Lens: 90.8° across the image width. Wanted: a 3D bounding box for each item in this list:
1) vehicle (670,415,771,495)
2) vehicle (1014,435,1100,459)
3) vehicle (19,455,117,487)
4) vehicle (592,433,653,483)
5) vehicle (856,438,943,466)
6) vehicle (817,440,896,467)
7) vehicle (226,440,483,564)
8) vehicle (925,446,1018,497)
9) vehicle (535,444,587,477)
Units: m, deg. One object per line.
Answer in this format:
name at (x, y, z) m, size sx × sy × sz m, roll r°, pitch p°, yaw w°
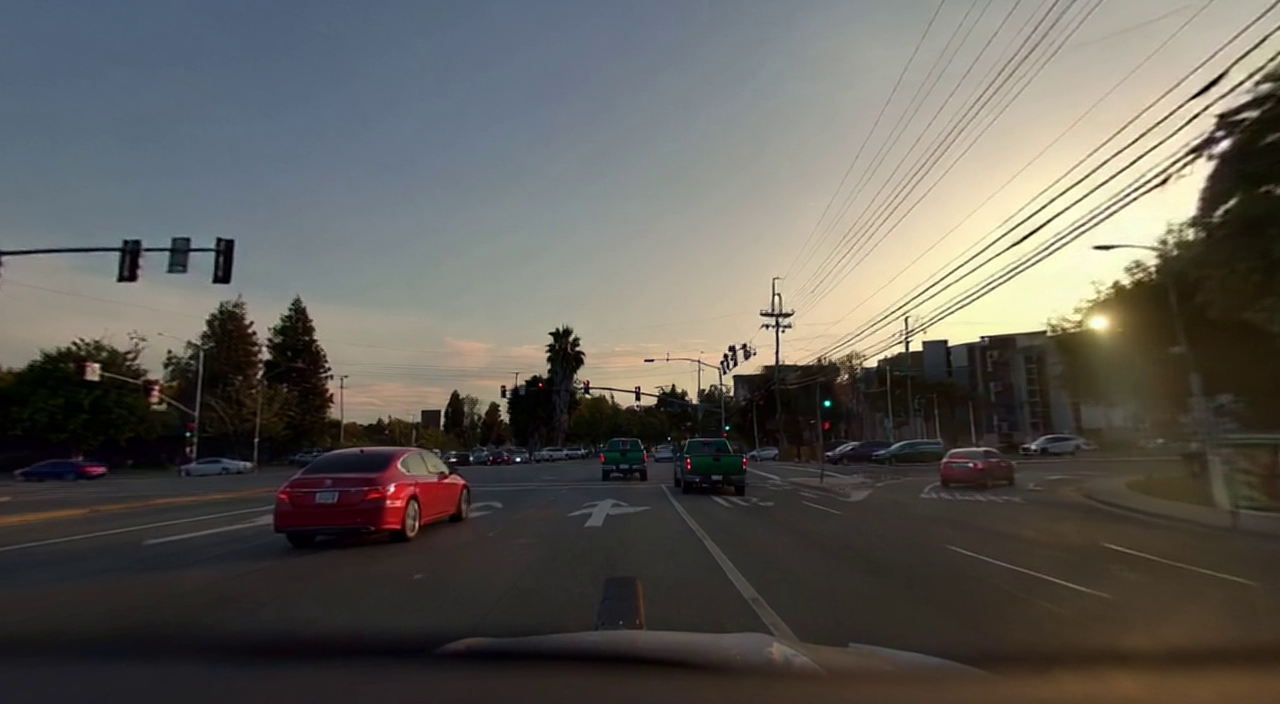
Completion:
vehicle at (2.852, 3.968, 24.593) m, size 2.905 × 2.636 × 6.895 m, roll 0°, pitch -9°, yaw -1°
vehicle at (30.875, 7.062, 46.839) m, size 4.848 × 1.769 × 2.301 m, roll 2°, pitch -9°, yaw -9°
vehicle at (-33.395, 6.884, 36.900) m, size 4.471 × 1.721 × 2.184 m, roll -3°, pitch -9°, yaw 19°
vehicle at (-0.723, 5.025, 30.325) m, size 2.643 × 2.145 × 5.585 m, roll 0°, pitch -9°, yaw 1°
vehicle at (16.968, 6.536, 41.329) m, size 4.782 × 1.768 × 2.152 m, roll 2°, pitch -9°, yaw -12°
vehicle at (14.997, 7.057, 43.937) m, size 4.681 × 1.756 × 2.109 m, roll 2°, pitch -9°, yaw -10°
vehicle at (-4.075, 2.186, 10.066) m, size 1.939 × 1.494 × 4.499 m, roll 0°, pitch -9°, yaw 1°
vehicle at (10.690, 3.828, 20.719) m, size 2.212 × 1.466 × 4.126 m, roll -4°, pitch -9°, yaw 21°
vehicle at (-4.394, 6.124, 35.855) m, size 2.273 × 1.749 × 4.385 m, roll 0°, pitch -9°, yaw 1°
